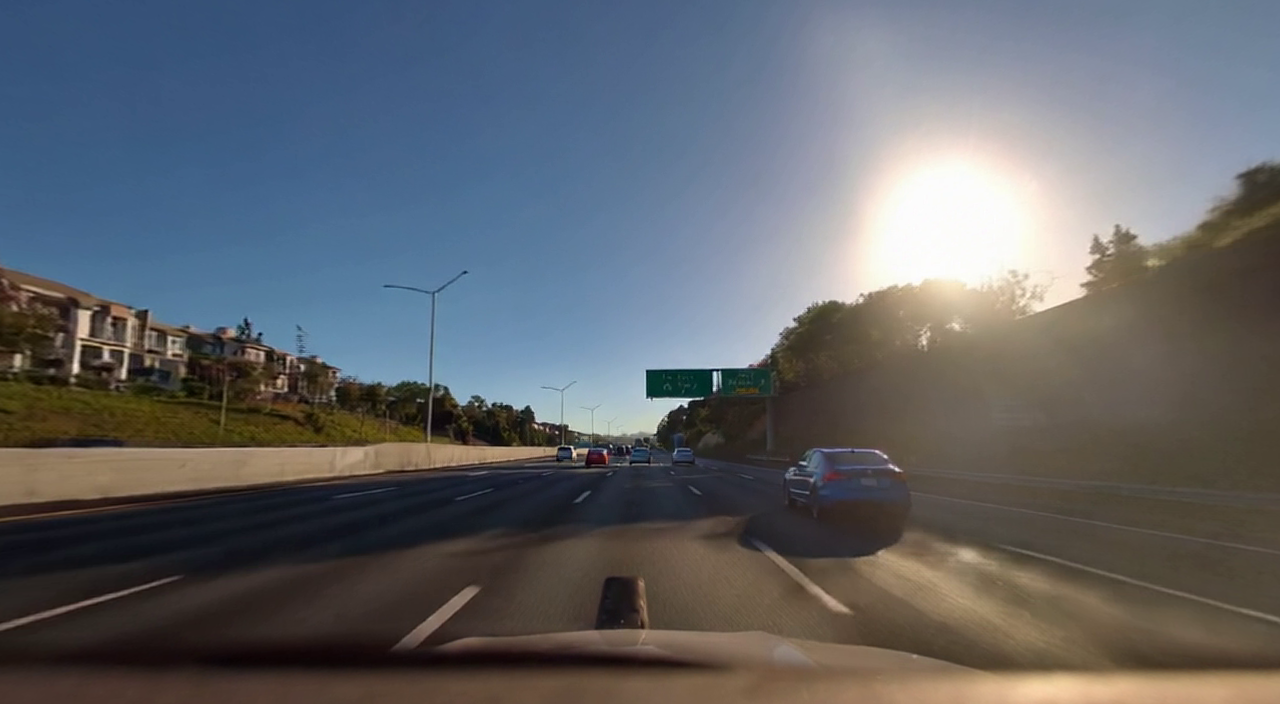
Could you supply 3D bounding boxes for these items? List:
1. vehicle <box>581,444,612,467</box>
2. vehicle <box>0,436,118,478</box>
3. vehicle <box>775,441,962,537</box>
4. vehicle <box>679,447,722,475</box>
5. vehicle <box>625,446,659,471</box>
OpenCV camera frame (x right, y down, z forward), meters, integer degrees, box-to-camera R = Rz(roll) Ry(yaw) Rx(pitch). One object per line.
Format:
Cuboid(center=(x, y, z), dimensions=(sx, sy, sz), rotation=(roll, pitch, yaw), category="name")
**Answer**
Cuboid(center=(-3.306, 7.961, 48.466), dimensions=(2.091, 1.664, 4.157), rotation=(0, -9, 0), category="vehicle")
Cuboid(center=(-23.222, 4.117, 24.899), dimensions=(1.734, 1.524, 3.833), rotation=(-1, -9, 1), category="vehicle")
Cuboid(center=(4.184, 2.559, 12.504), dimensions=(2.077, 1.527, 4.553), rotation=(0, -9, 1), category="vehicle")
Cuboid(center=(3.474, 6.340, 36.827), dimensions=(2.036, 1.517, 4.256), rotation=(0, -9, -1), category="vehicle")
Cuboid(center=(0.112, 7.065, 41.977), dimensions=(2.166, 1.496, 4.158), rotation=(0, -9, 0), category="vehicle")
